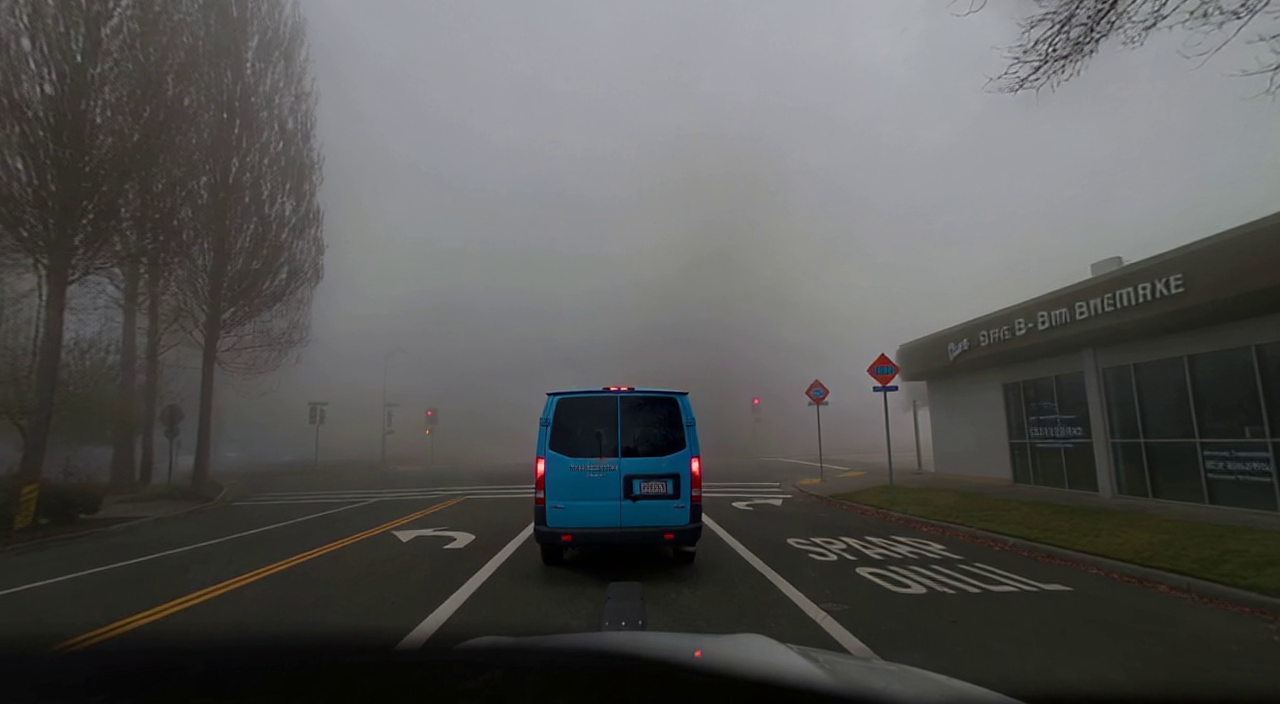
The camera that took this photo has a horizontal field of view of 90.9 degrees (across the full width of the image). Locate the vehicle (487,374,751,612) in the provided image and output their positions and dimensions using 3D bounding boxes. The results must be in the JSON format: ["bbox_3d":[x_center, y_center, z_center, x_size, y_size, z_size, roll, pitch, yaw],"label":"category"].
[{"bbox_3d":[-0.300,1.465,7.289,2.181,1.949,3.932,1,-9,-4],"label":"vehicle"}]
